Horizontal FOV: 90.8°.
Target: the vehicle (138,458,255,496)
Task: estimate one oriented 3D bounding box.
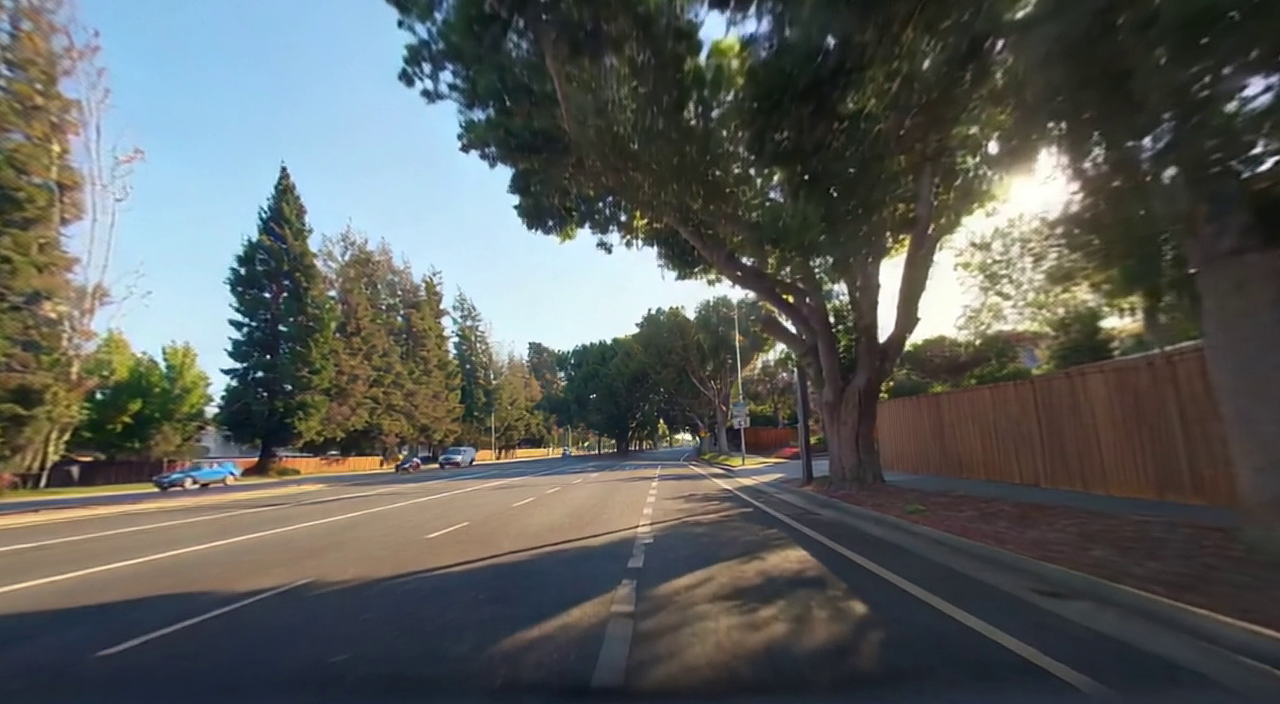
[{"bbox_3d":[-20.140,5.671,28.967,1.806,1.438,4.461,-1,-8,7],"label":"vehicle"}]
